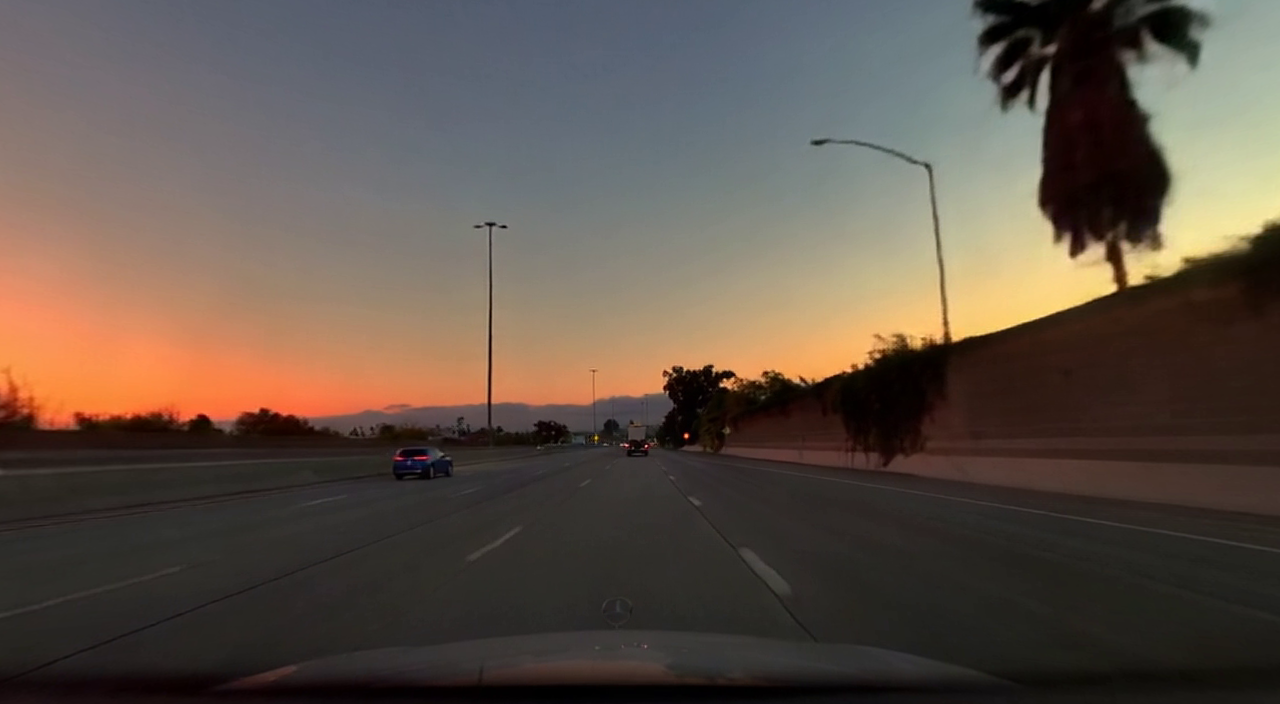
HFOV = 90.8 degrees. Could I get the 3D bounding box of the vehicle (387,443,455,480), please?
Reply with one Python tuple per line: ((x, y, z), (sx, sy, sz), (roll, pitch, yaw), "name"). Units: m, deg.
((-10.729, 5.377, 31.262), (1.897, 1.653, 4.113), (0, -9, 0), "vehicle")
